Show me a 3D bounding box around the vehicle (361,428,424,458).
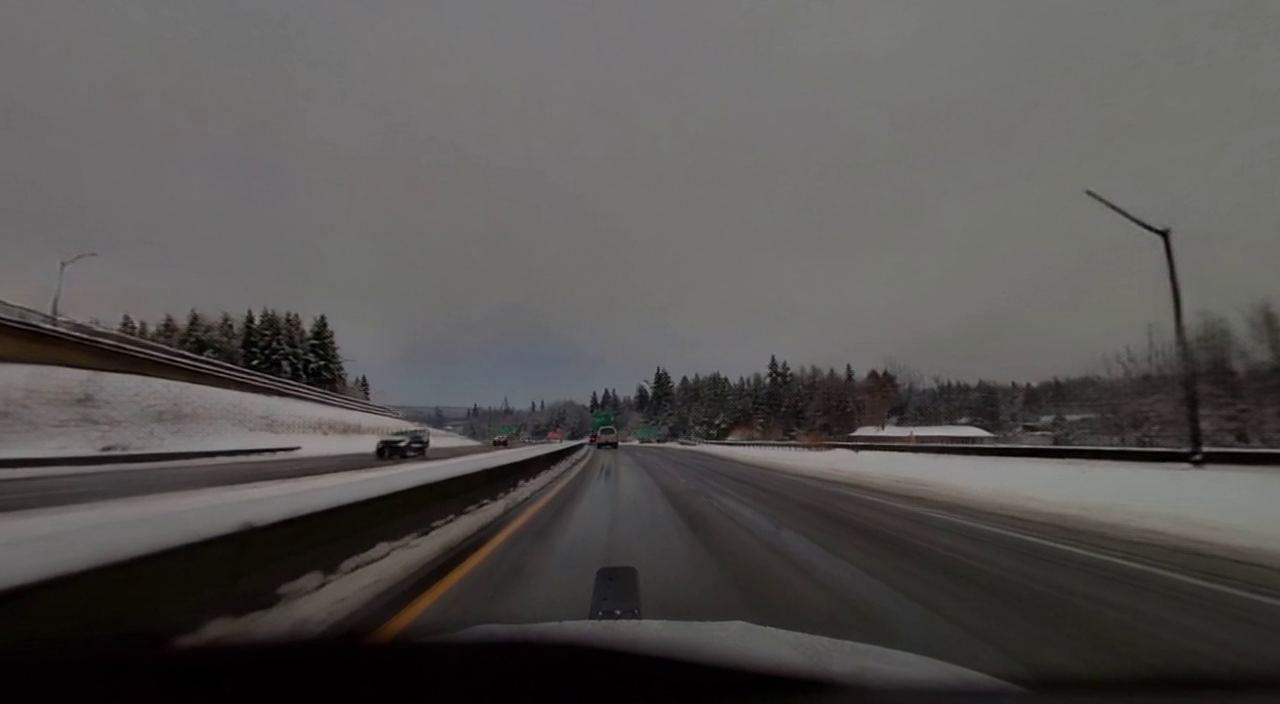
[{"bbox_3d":[-14.506,5.371,37.211,2.059,1.661,4.441,0,-8,-2],"label":"vehicle"}]
